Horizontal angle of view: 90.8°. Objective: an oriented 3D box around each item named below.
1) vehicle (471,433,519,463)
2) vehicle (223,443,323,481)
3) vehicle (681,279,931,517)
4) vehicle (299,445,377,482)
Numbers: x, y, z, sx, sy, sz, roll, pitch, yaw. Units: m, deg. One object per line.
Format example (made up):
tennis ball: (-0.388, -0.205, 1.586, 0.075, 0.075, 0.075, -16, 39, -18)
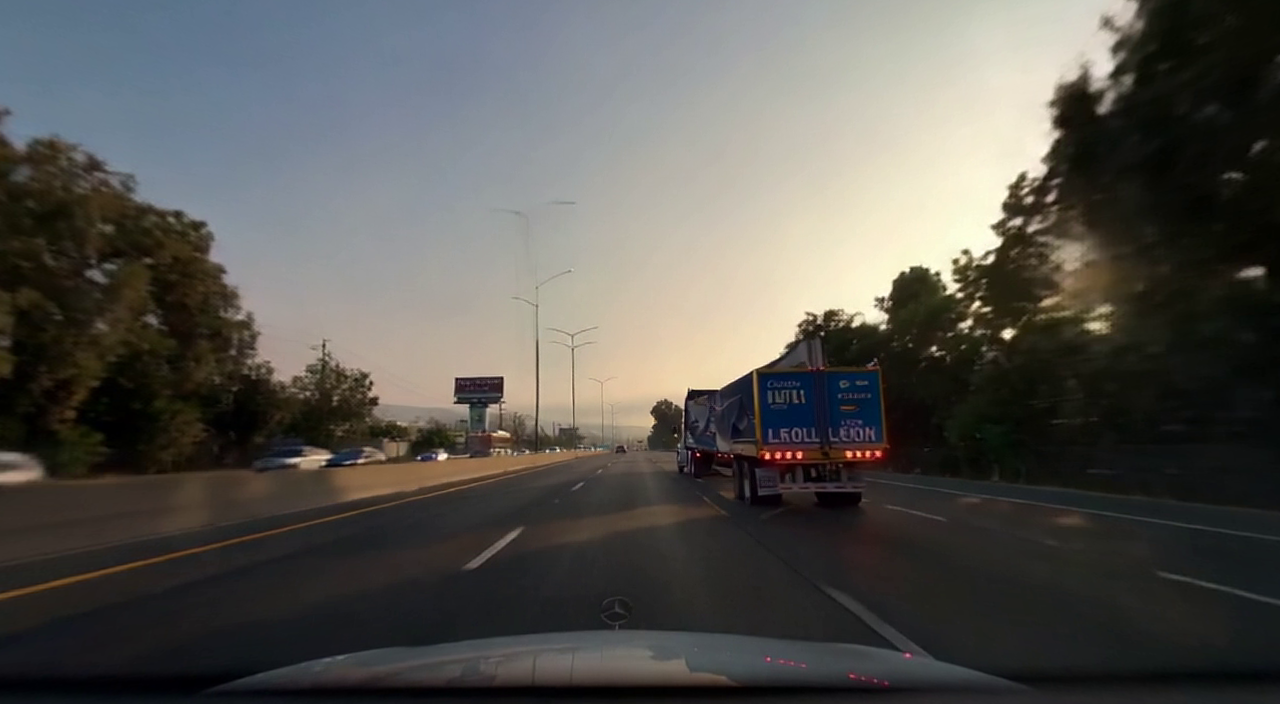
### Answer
vehicle: (-11.314, 7.529, 49.651, 2.416, 2.253, 5.336, 0, -9, 1)
vehicle: (-14.670, 4.393, 25.486, 1.864, 1.435, 3.584, 0, -9, -1)
vehicle: (3.576, 2.073, 20.154, 2.891, 4.387, 17.121, 0, -9, -2)
vehicle: (-11.564, 4.260, 24.389, 1.438, 1.326, 3.184, 0, -9, 0)
